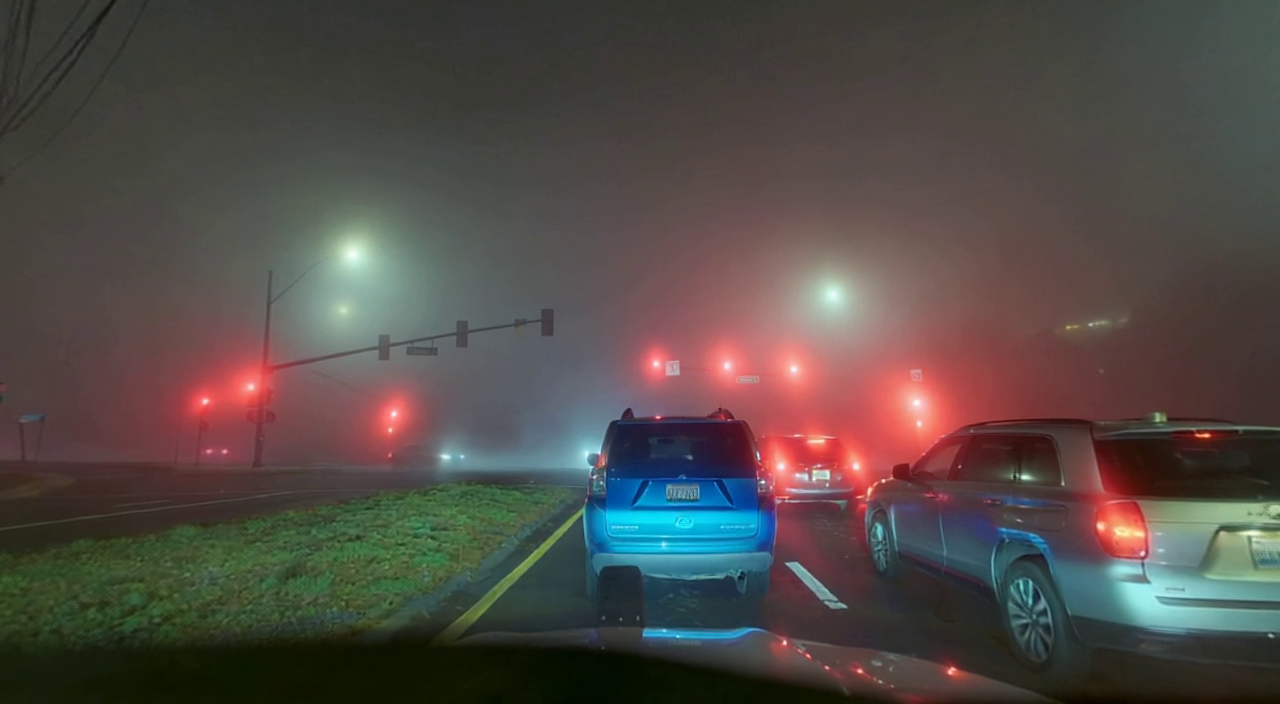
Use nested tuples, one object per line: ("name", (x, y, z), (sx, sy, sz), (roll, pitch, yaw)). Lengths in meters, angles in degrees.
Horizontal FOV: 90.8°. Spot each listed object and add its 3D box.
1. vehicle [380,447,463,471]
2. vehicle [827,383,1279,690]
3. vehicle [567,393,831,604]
("vehicle", (-13.526, 6.630, 39.278), (4.411, 1.466, 1.998), (-1, -9, 7))
("vehicle", (3.409, 1.336, 5.795), (1.990, 1.649, 4.625), (0, -8, 0))
("vehicle", (0.447, 1.564, 7.624), (2.240, 1.778, 4.335), (0, -8, -2))
